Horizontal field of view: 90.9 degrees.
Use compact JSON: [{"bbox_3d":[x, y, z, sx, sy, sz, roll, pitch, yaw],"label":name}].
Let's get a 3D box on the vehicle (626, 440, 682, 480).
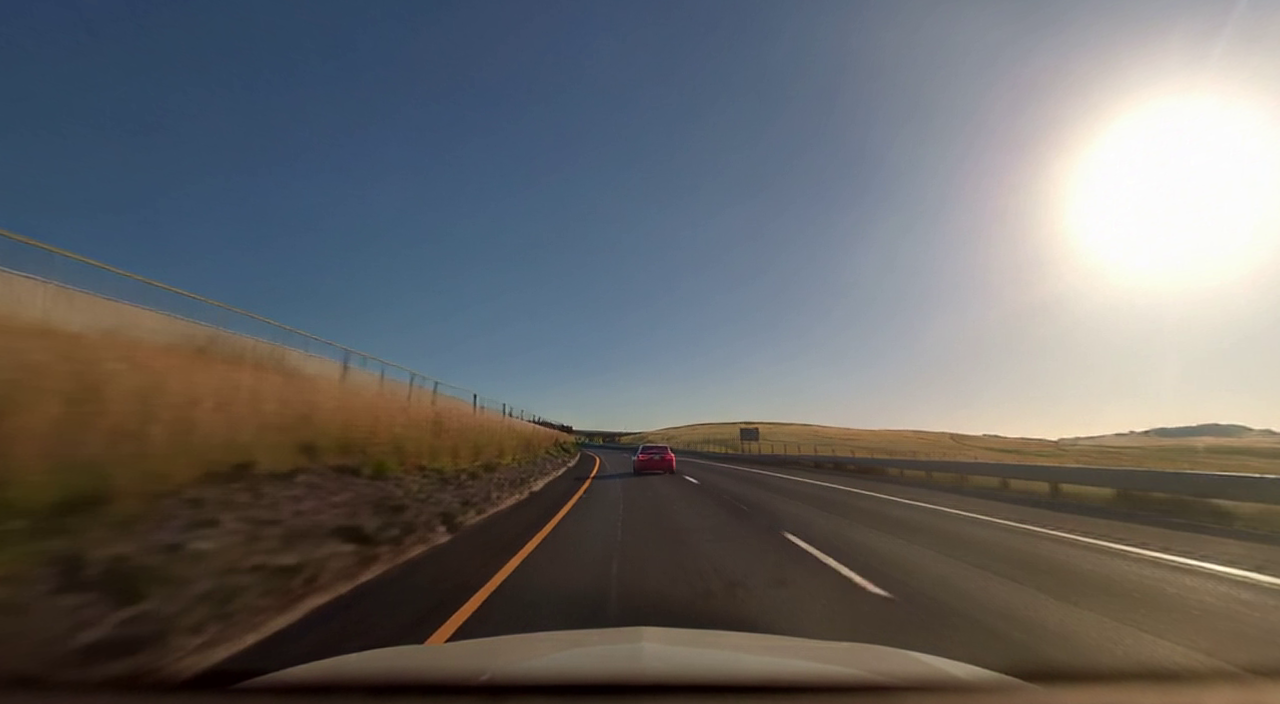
[{"bbox_3d":[0.497,4.416,26.105,2.029,1.474,4.183,0,-8,-2],"label":"vehicle"}]
